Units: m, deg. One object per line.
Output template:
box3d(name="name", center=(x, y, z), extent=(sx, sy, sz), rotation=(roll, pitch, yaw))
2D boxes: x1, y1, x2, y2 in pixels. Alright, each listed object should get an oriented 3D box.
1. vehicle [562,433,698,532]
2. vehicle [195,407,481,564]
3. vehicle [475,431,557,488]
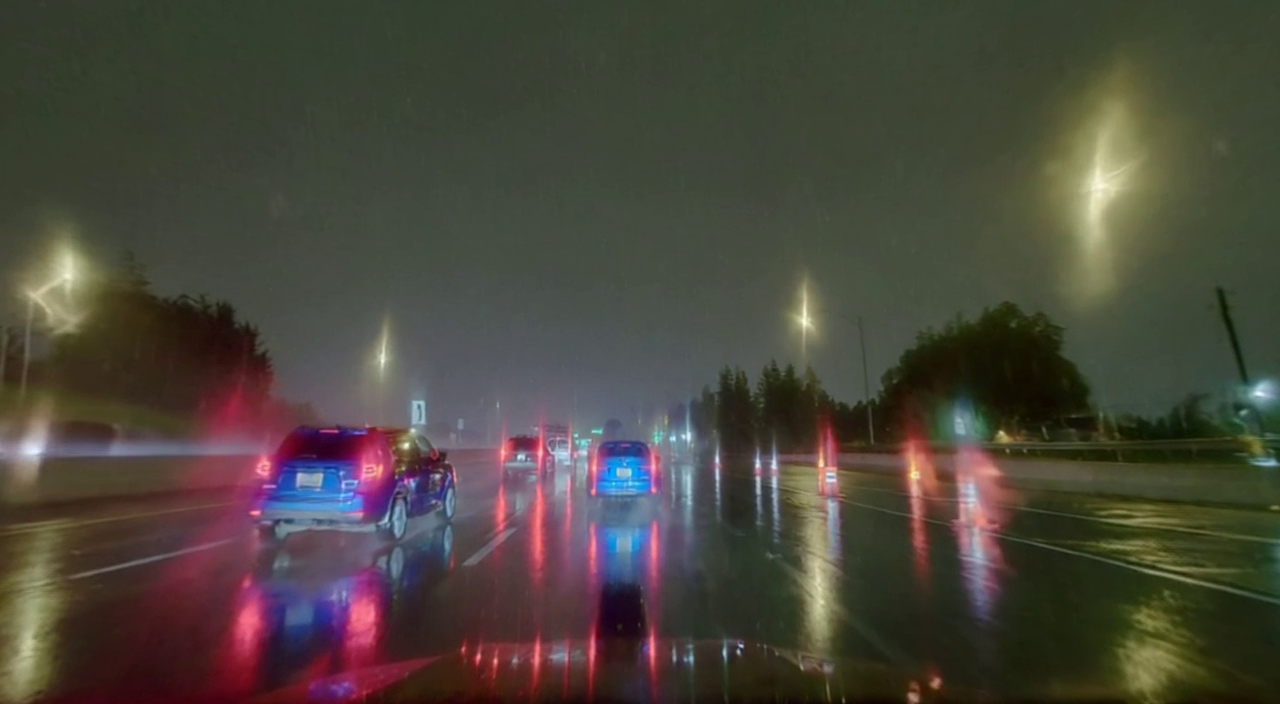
box3d(name="vehicle", center=(-0.213, 2.294, 11.708), extent=(2.069, 1.484, 3.982), rotation=(0, -9, -2))
box3d(name="vehicle", center=(-3.834, 1.773, 9.029), extent=(2.025, 1.708, 4.089), rotation=(0, -9, 0))
box3d(name="vehicle", center=(-4.097, 3.612, 21.532), extent=(1.982, 1.727, 4.057), rotation=(0, -9, -1))
